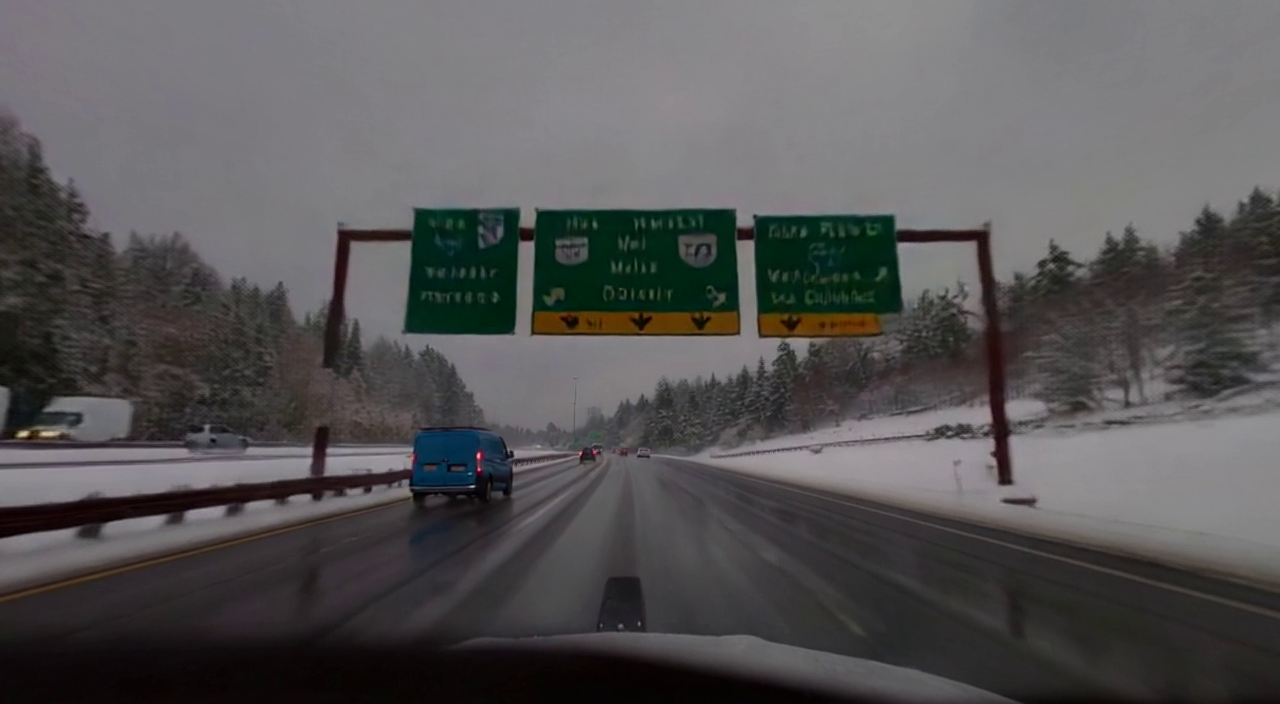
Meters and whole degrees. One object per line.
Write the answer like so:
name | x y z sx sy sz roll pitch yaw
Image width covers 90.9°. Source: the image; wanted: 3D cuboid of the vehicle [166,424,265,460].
vehicle | -18.925 4.072 28.288 1.879 1.492 3.607 0 -9 0

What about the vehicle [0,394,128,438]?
vehicle | -37.219 4.279 41.071 2.464 2.547 6.178 0 -9 -1

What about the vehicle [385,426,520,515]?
vehicle | -4.224 2.742 15.024 1.971 1.795 4.389 0 -9 -2
